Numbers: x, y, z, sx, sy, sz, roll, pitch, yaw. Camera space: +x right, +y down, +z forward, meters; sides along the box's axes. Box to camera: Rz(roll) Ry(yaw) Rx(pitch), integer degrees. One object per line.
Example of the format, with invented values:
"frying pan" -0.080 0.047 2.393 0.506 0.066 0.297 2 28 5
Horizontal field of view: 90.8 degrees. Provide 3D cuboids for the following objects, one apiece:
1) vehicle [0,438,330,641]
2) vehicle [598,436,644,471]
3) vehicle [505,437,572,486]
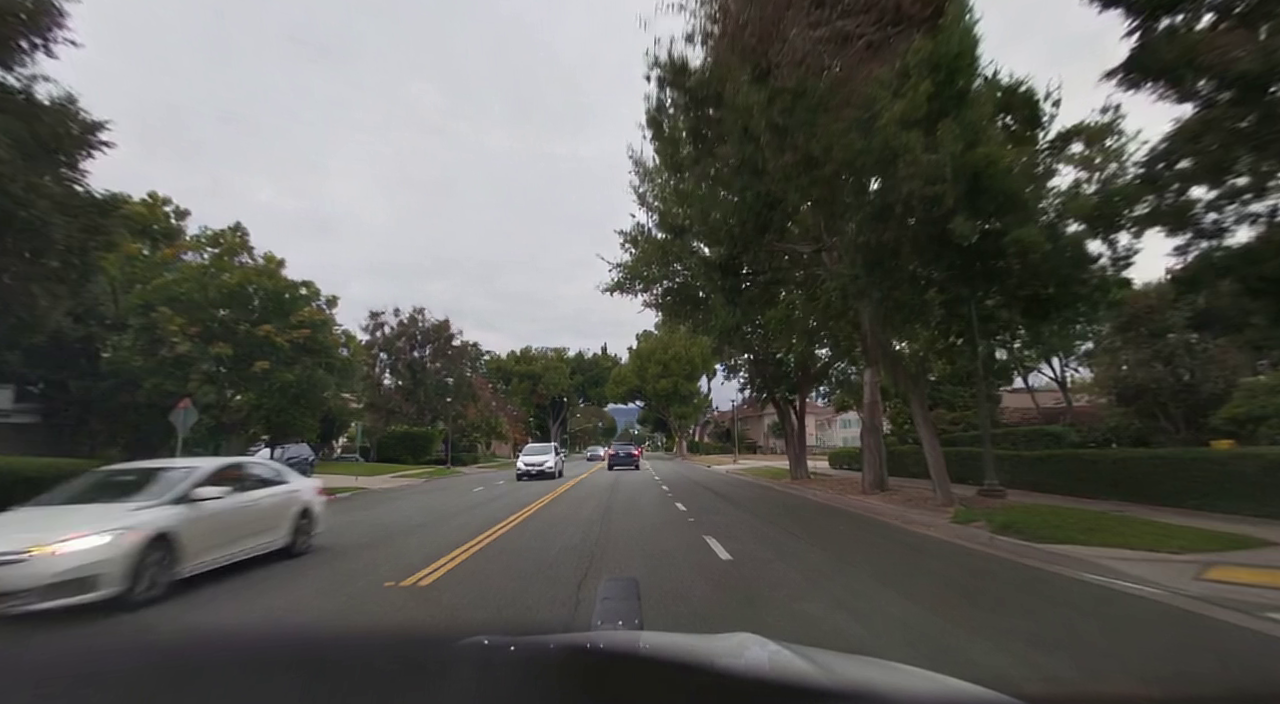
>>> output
"vehicle" -5.469 1.781 6.962 1.986 1.470 4.431 -3 -9 -2
"vehicle" -1.075 6.046 37.688 2.554 1.902 5.329 0 -9 0
"vehicle" -4.107 4.488 26.178 2.037 1.724 4.512 -2 -9 -1
